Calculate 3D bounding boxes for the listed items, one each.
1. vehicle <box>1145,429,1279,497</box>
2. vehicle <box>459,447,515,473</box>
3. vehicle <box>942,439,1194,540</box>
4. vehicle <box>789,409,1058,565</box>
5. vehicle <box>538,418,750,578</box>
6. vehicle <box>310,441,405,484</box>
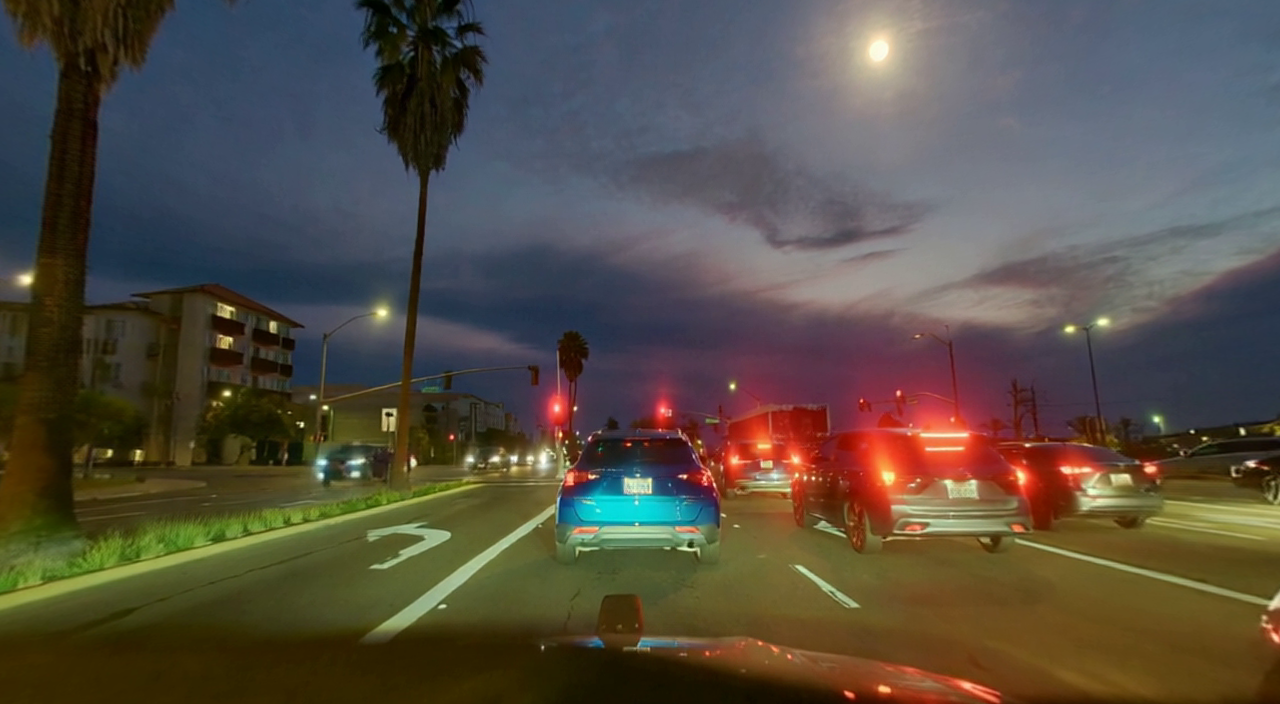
[{"bbox_3d":[18.059,3.217,18.435,4.786,1.848,2.107,0,-9,-1],"label":"vehicle"},{"bbox_3d":[-9.185,6.483,38.295,2.168,1.462,4.505,0,-9,1],"label":"vehicle"},{"bbox_3d":[7.381,2.368,11.509,1.832,1.477,3.981,0,-9,1],"label":"vehicle"},{"bbox_3d":[3.661,1.827,9.195,1.947,1.725,4.159,0,-9,0],"label":"vehicle"},{"bbox_3d":[0.032,1.751,8.323,2.083,1.572,4.021,0,-9,0],"label":"vehicle"},{"bbox_3d":[-12.562,4.930,28.480,2.180,1.776,4.521,0,-9,0],"label":"vehicle"}]
